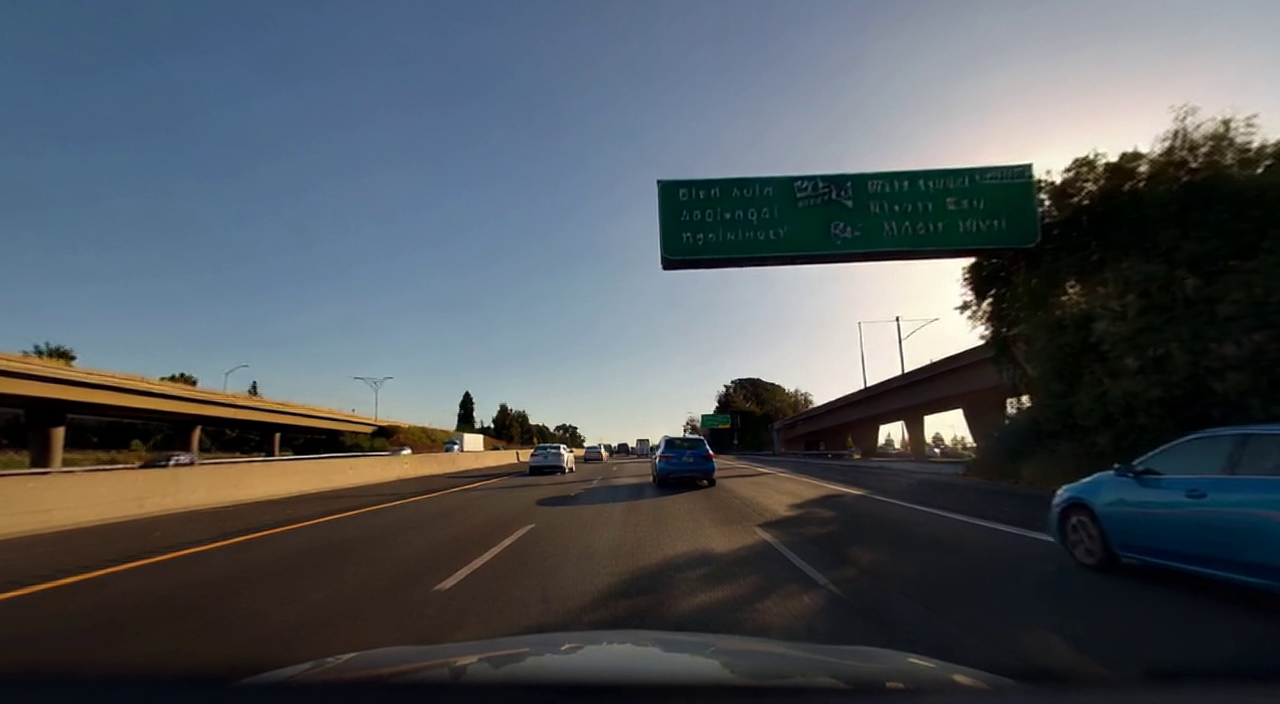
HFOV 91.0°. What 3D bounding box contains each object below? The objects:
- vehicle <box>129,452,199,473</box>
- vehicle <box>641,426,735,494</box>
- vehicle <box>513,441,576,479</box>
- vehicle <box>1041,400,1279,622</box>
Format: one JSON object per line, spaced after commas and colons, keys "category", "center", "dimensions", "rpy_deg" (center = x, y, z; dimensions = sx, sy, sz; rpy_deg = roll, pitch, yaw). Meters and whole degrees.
{"category": "vehicle", "center": [-37.248, 8.648, 49.436], "dimensions": [1.780, 1.529, 4.627], "rpy_deg": [0, -8, 1]}
{"category": "vehicle", "center": [1.243, 3.123, 18.467], "dimensions": [2.202, 1.748, 4.158], "rpy_deg": [1, -8, -3]}
{"category": "vehicle", "center": [-4.020, 4.629, 27.262], "dimensions": [2.031, 1.491, 4.145], "rpy_deg": [0, -8, 1]}
{"category": "vehicle", "center": [5.843, 1.269, 5.228], "dimensions": [2.055, 1.656, 4.370], "rpy_deg": [0, -8, -1]}
